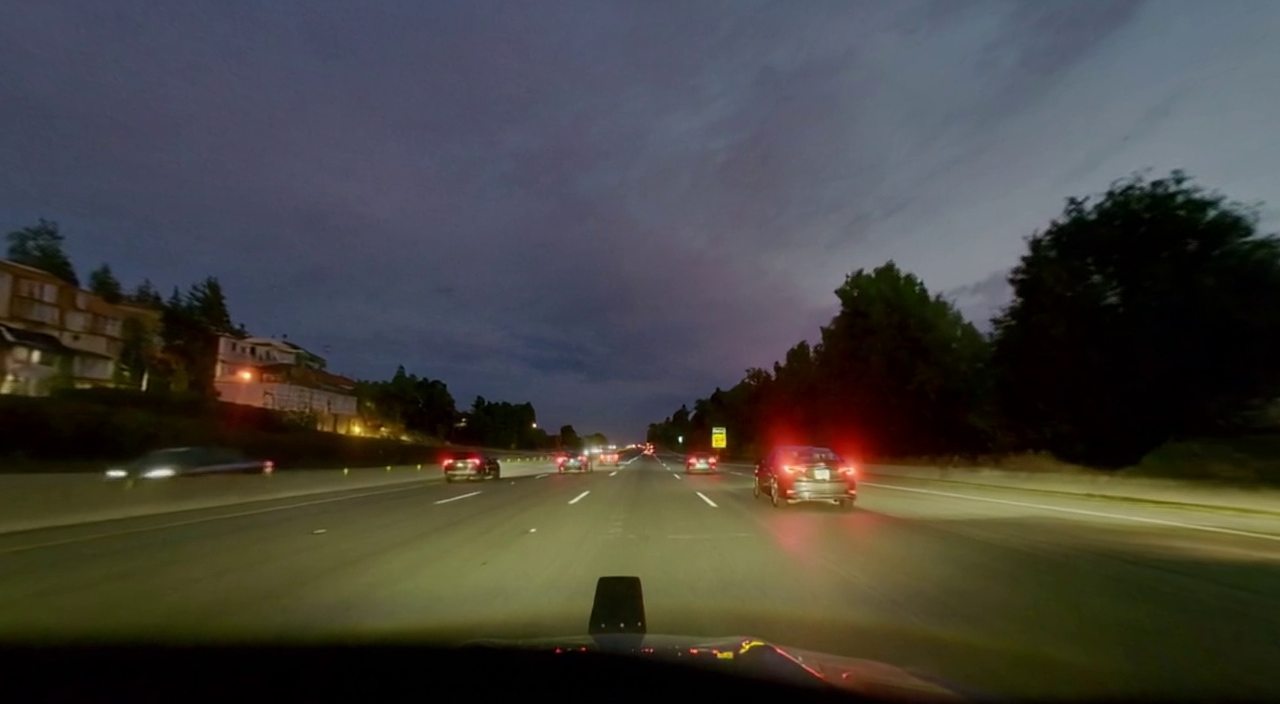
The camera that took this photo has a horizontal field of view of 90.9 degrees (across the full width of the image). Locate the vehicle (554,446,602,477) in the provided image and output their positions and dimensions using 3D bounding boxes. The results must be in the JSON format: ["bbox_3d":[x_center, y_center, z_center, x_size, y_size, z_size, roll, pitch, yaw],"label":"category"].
[{"bbox_3d":[-3.302,5.892,34.312,2.136,1.571,4.285,0,-8,0],"label":"vehicle"}]

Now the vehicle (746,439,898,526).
[{"bbox_3d":[3.583,2.621,13.337,1.912,1.509,4.291,0,-8,0],"label":"vehicle"}]

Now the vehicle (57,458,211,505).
[{"bbox_3d":[-19.024,4.851,24.067,1.959,1.483,4.641,0,-8,1],"label":"vehicle"}]

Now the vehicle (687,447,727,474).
[{"bbox_3d":[3.805,6.192,36.255,1.854,1.438,3.954,0,-8,0],"label":"vehicle"}]

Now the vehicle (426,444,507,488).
[{"bbox_3d":[-7.156,4.712,26.470,2.057,1.681,4.277,0,-8,2],"label":"vehicle"}]
